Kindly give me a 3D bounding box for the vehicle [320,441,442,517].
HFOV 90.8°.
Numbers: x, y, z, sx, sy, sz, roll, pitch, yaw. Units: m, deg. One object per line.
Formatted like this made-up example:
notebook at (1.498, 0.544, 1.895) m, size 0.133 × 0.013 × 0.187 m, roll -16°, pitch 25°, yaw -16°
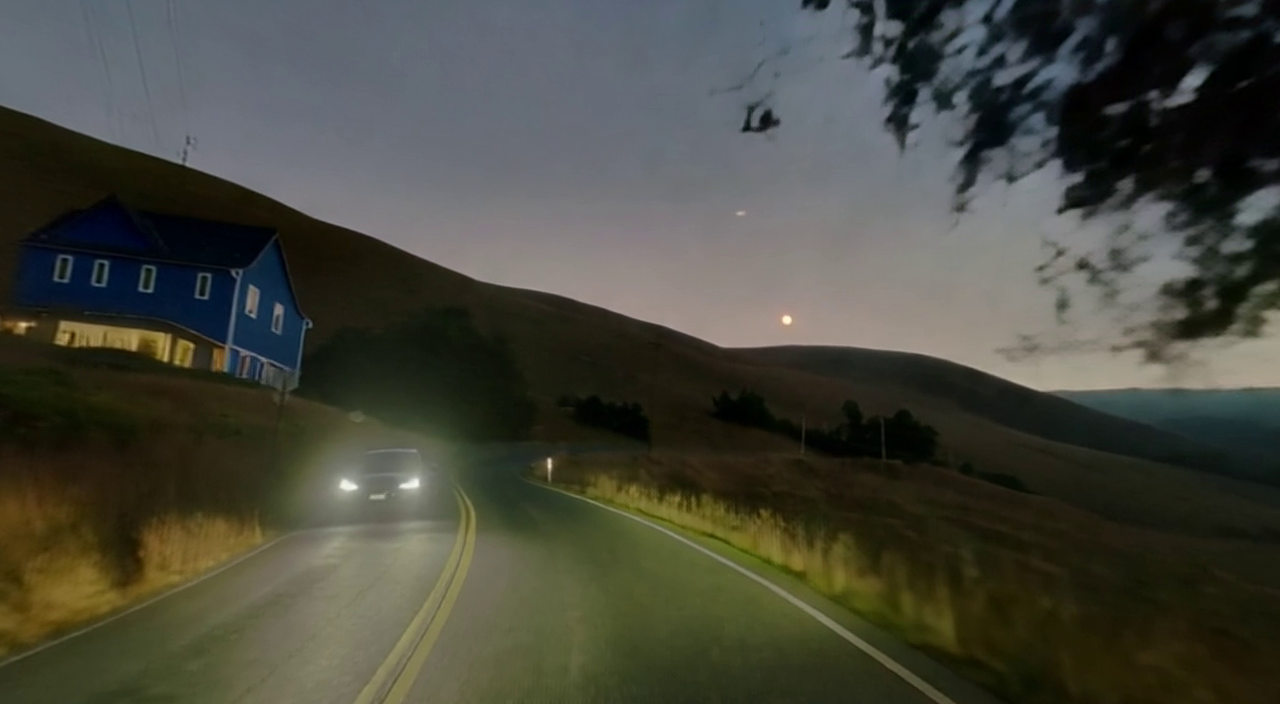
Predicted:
vehicle at (-5.895, 2.879, 14.917) m, size 2.063 × 1.485 × 3.997 m, roll 2°, pitch -9°, yaw -14°
